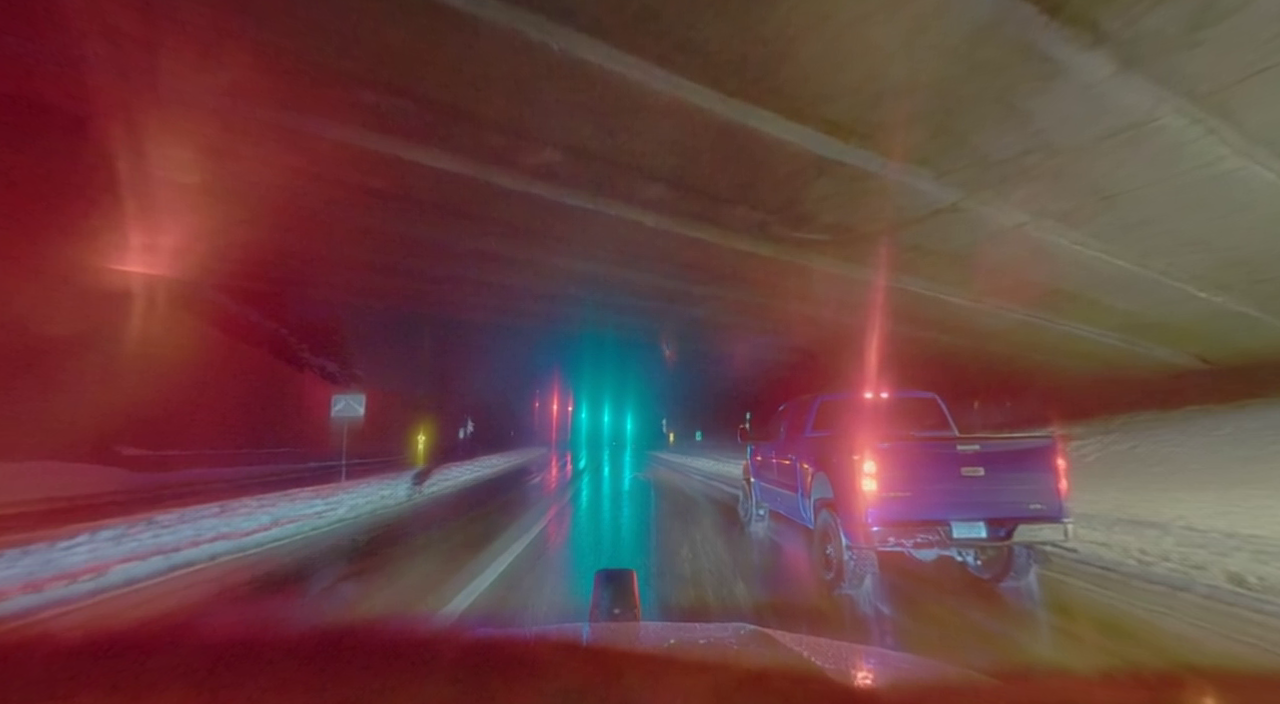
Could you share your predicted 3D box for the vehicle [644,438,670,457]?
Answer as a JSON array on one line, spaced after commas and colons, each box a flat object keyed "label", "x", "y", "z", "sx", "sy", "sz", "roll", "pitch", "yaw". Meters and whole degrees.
[{"label": "vehicle", "x": 1.391, "y": 7.547, "z": 49.845, "sx": 1.947, "sy": 1.475, "sz": 3.962, "roll": -1, "pitch": -8, "yaw": 3}]
